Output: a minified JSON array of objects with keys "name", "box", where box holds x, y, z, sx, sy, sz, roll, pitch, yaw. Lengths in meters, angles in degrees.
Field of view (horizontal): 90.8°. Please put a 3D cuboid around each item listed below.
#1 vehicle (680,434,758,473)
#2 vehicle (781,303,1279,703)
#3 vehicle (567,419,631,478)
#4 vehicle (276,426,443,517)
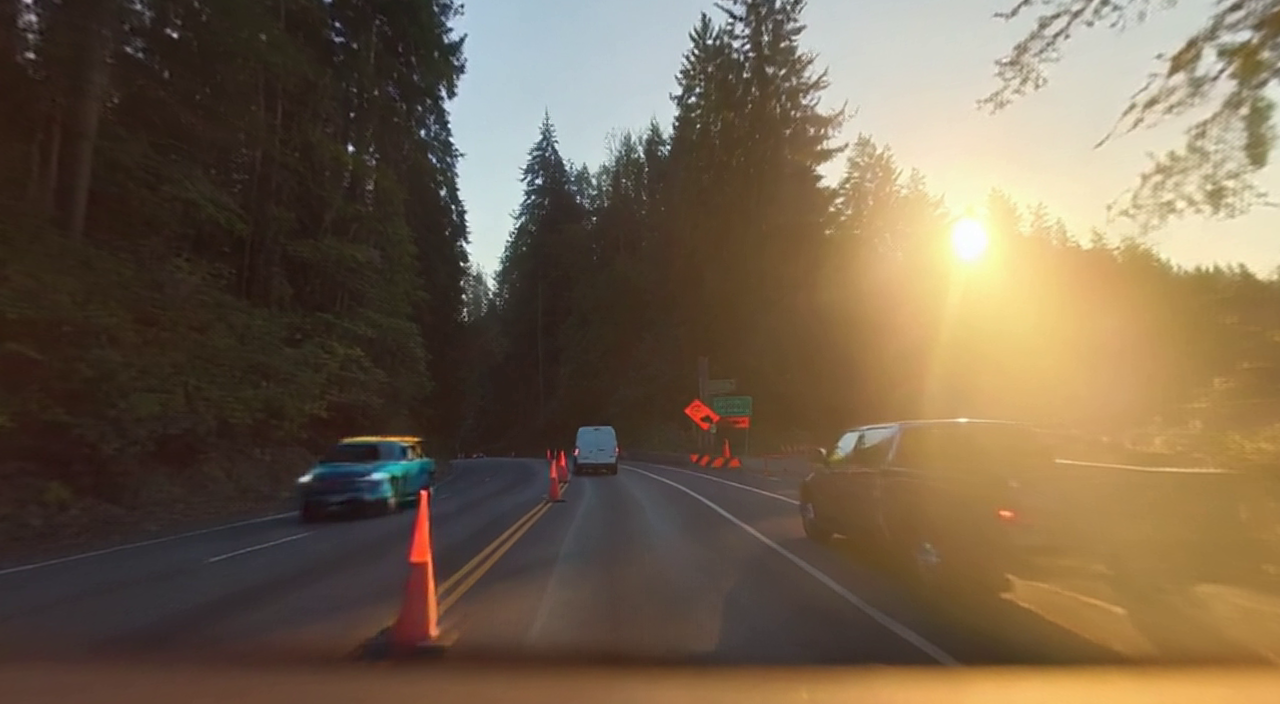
[{"name":"vehicle","box":[2.900,3.839,24.137,2.277,1.299,3.889,-1,-8,-3]},{"name":"vehicle","box":[3.580,1.224,6.477,2.415,1.932,6.910,1,-8,-3]},{"name":"vehicle","box":[-1.858,4.123,27.031,2.362,2.247,4.892,1,-8,-8]},{"name":"vehicle","box":[-6.094,2.631,14.441,1.992,1.712,4.504,1,-8,-4]}]
